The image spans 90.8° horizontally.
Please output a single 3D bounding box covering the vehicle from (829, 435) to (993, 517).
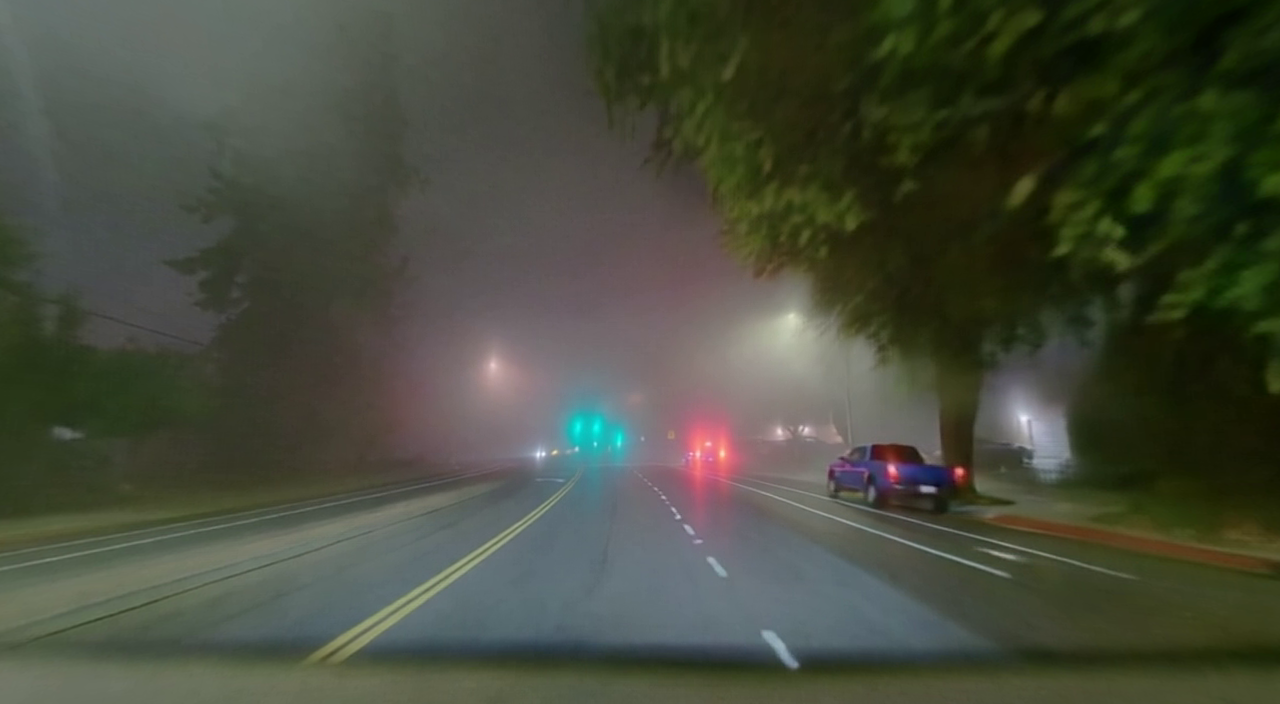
[{"bbox_3d":[6.419,2.965,15.673,2.024,1.710,4.525,0,-9,0],"label":"vehicle"}]

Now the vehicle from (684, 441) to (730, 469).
[{"bbox_3d":[4.766,7.390,45.611,2.285,1.868,5.575,1,-9,-4],"label":"vehicle"}]

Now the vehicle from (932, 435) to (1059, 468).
[{"bbox_3d":[16.294,4.588,29.156,4.656,1.466,1.924,0,-9,0],"label":"vehicle"}]
